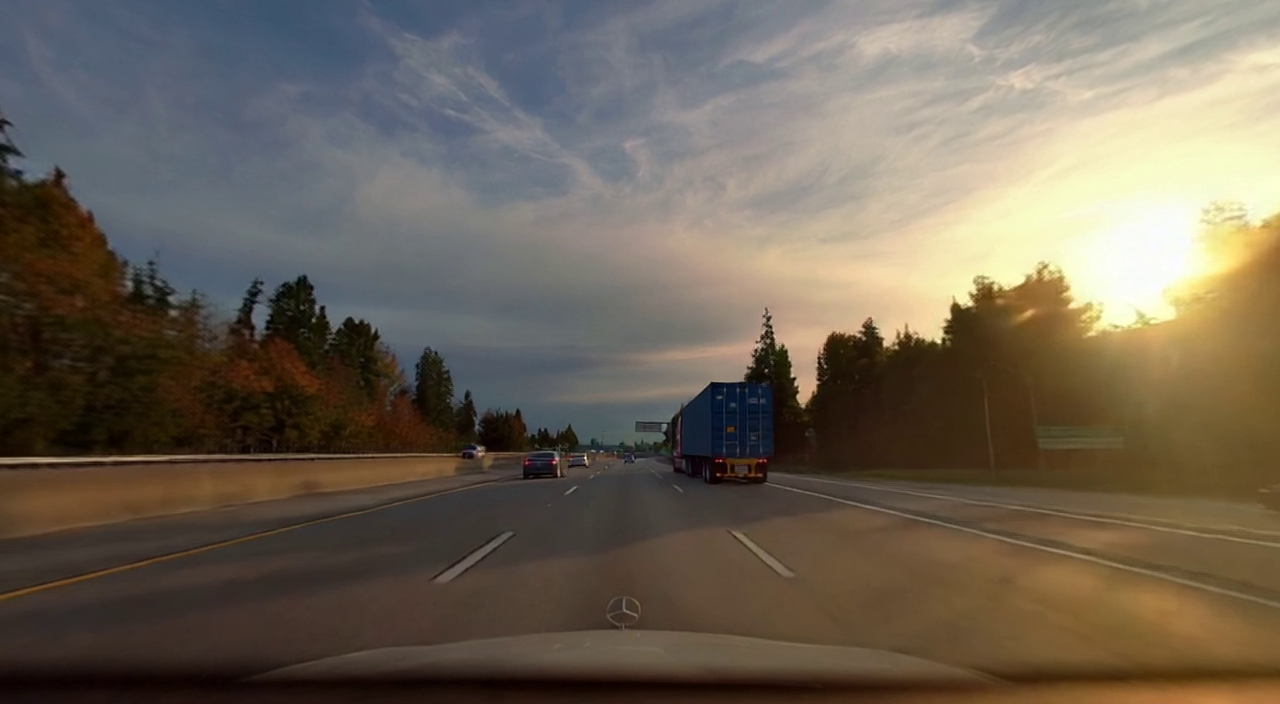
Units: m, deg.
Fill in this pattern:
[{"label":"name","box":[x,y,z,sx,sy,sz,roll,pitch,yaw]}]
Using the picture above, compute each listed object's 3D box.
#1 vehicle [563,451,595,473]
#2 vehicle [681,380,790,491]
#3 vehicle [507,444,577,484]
[{"label":"vehicle","box":[-4.520,8.175,47.071,2.063,1.532,3.763,0,-9,-1]},{"label":"vehicle","box":[3.922,4.063,29.702,2.821,4.046,12.876,0,-9,-1]},{"label":"vehicle","box":[-4.364,5.096,29.019,2.370,1.647,5.091,0,-9,0]}]
